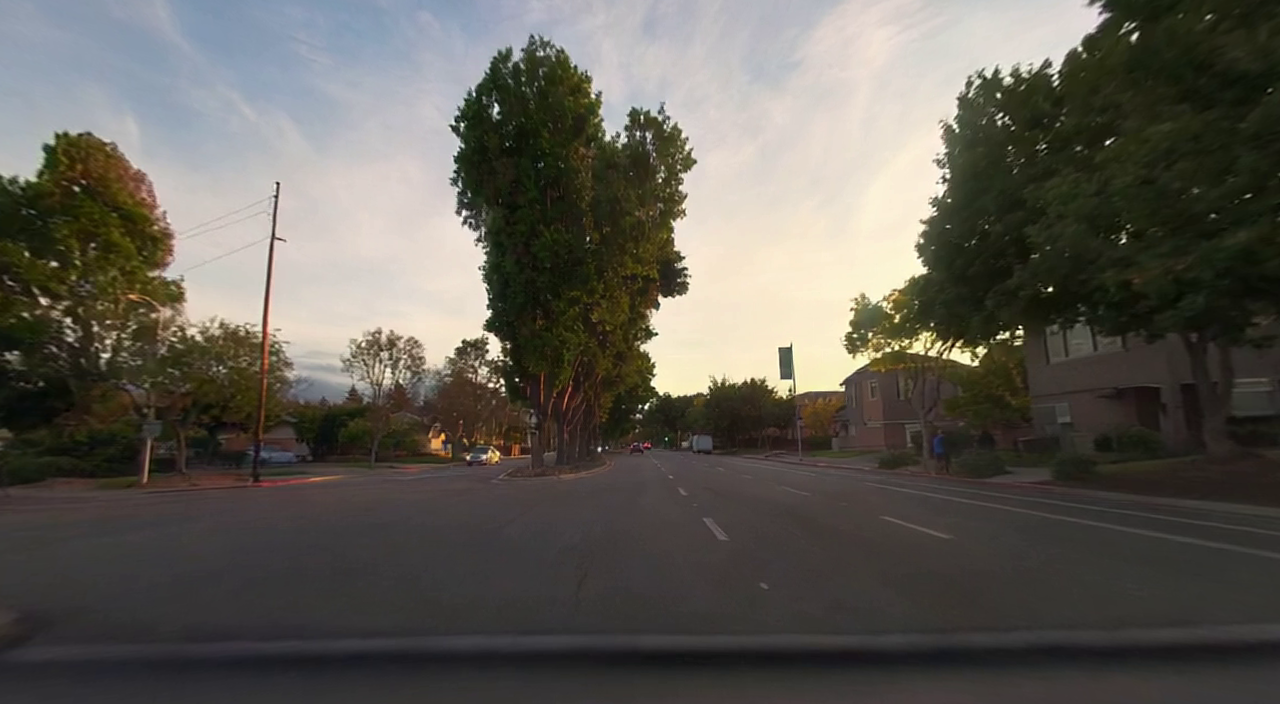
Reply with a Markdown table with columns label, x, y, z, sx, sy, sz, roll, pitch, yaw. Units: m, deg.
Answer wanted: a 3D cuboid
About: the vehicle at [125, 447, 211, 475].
| label | x | y | z | sx | sy | sz | roll | pitch | yaw |
| --- | --- | --- | --- | --- | --- | --- | --- | --- | --- |
| vehicle | -35.251 | 8.126 | 47.402 | 2.094 | 1.839 | 5.001 | -4 | -9 | 10 |
